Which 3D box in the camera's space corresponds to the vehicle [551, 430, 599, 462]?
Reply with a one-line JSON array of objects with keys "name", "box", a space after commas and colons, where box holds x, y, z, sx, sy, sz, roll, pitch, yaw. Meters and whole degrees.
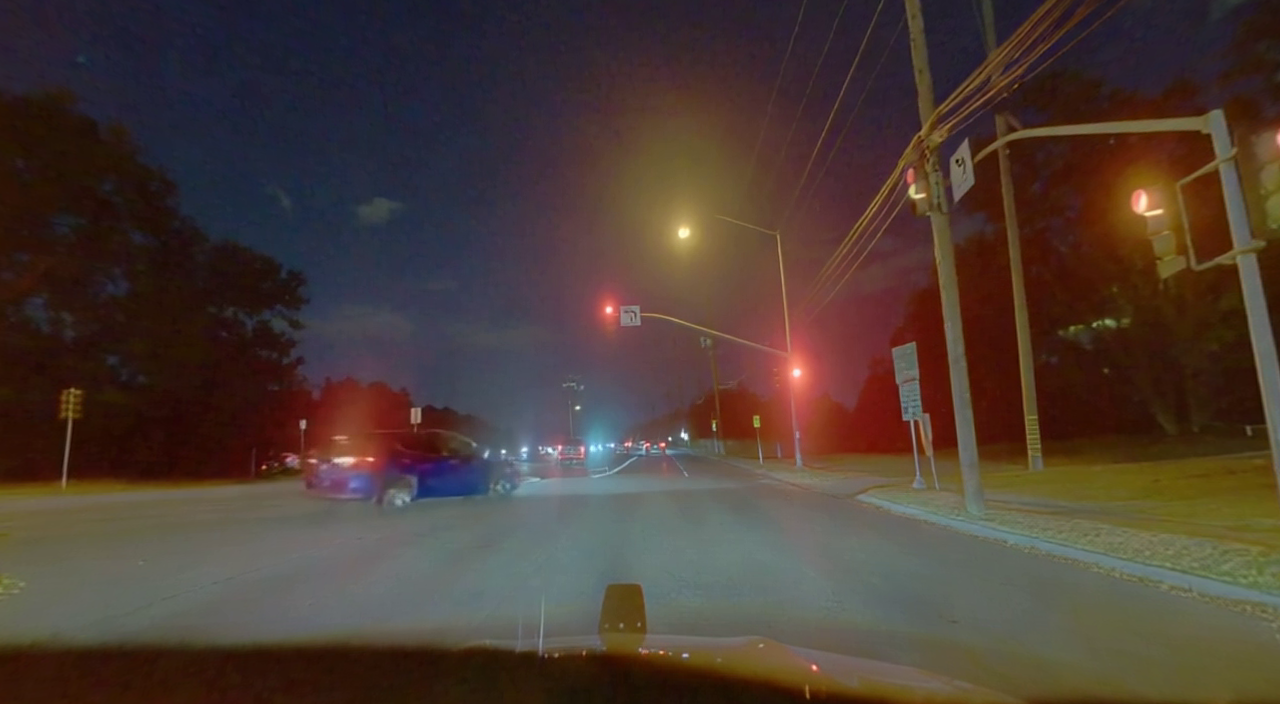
[{"name": "vehicle", "box": [-4.199, 6.183, 41.393, 2.175, 1.957, 4.686, -1, -9, 6]}]

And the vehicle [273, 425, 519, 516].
[{"name": "vehicle", "box": [-5.243, 2.543, 13.995, 4.607, 1.666, 2.051, 8, -12, -43]}]
